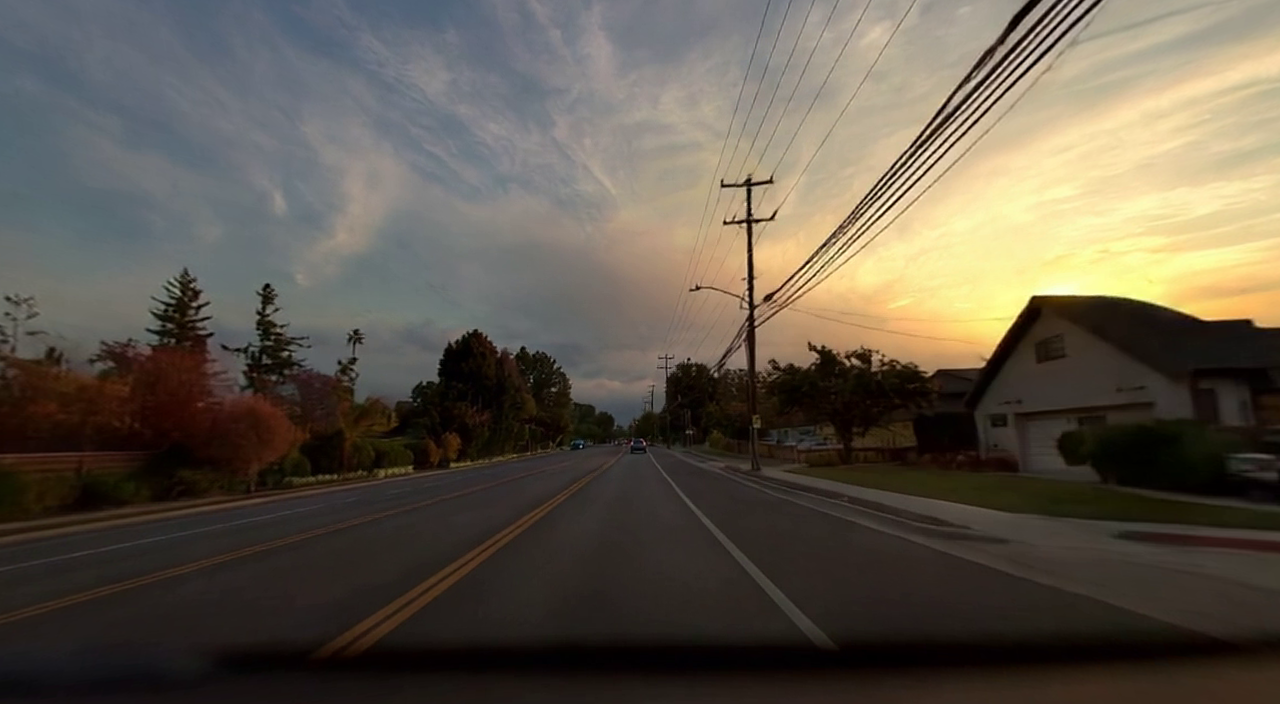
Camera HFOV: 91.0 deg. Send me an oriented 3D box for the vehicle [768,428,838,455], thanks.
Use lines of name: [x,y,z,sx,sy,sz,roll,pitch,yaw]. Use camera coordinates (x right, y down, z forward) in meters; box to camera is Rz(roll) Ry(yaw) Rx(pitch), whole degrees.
vehicle: [12.799,7.063,49.741,4.905,2.056,2.058,0,-9,0]

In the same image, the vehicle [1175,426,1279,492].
vehicle: [15.201,2.432,14.550,4.034,1.403,1.821,0,-8,-2]
